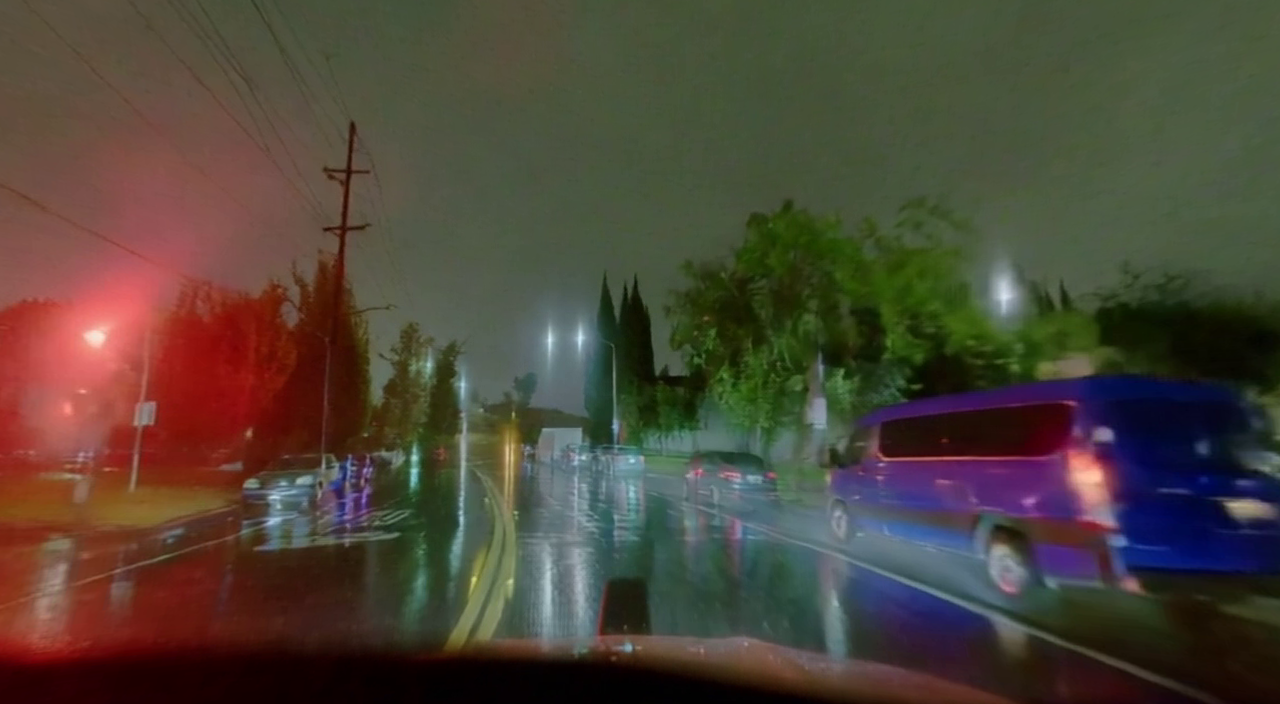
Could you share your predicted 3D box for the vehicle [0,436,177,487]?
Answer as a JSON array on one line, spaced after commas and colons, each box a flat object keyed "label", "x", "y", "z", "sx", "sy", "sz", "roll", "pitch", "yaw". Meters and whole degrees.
[{"label": "vehicle", "x": -20.292, "y": 4.051, "z": 23.420, "sx": 4.422, "sy": 1.689, "sz": 2.021, "roll": 0, "pitch": -9, "yaw": -9}]

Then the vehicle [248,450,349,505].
[{"label": "vehicle", "x": -10.812, "y": 3.947, "z": 20.296, "sx": 1.950, "sy": 1.489, "sz": 4.214, "roll": 1, "pitch": -9, "yaw": -16}]

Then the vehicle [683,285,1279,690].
[{"label": "vehicle", "x": 3.454, "y": 1.530, "z": 8.750, "sx": 3.041, "sy": 2.164, "sz": 10.370, "roll": 1, "pitch": -9, "yaw": -11}]

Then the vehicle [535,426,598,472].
[{"label": "vehicle", "x": -5.158, "y": 6.657, "z": 43.378, "sx": 3.089, "sy": 2.882, "sz": 6.770, "roll": 2, "pitch": -9, "yaw": -17}]
